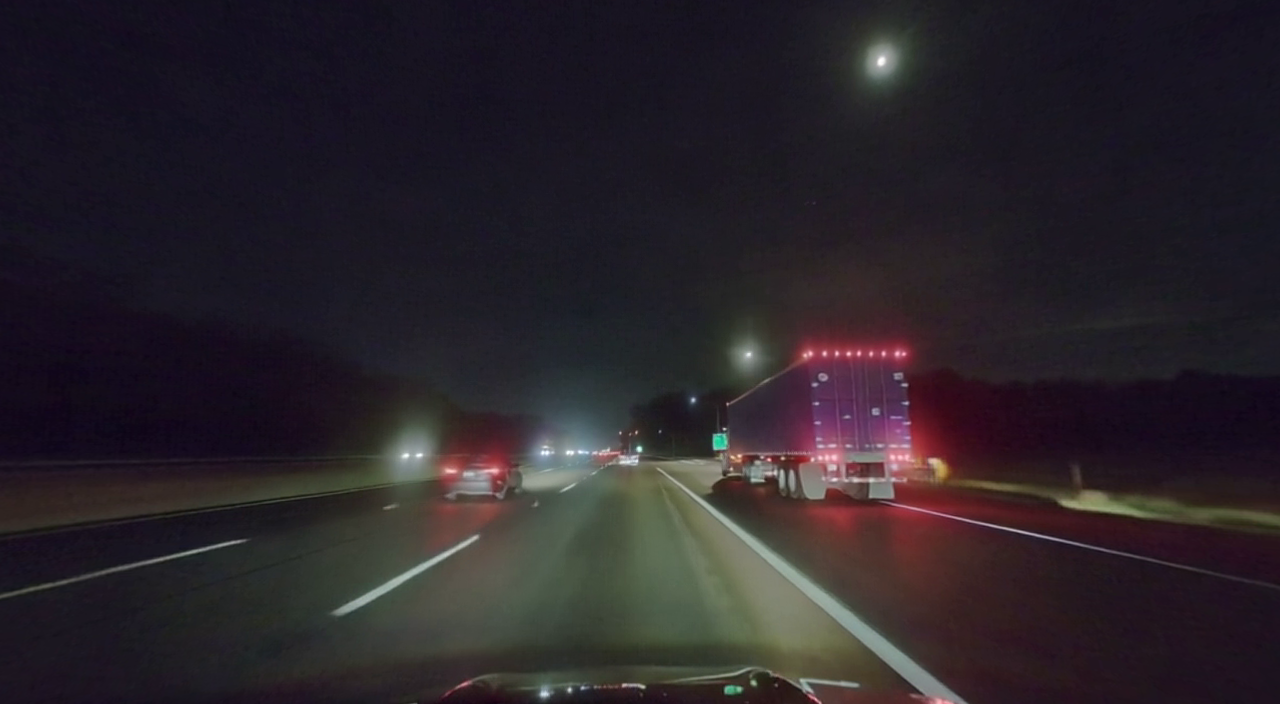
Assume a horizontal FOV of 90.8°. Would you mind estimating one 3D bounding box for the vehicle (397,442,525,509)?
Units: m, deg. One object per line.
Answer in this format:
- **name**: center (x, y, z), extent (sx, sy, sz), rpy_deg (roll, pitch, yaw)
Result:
- **vehicle**: center (-4.734, 3.324, 17.601), extent (2.108, 1.573, 5.000), rpy_deg (0, -9, 0)
